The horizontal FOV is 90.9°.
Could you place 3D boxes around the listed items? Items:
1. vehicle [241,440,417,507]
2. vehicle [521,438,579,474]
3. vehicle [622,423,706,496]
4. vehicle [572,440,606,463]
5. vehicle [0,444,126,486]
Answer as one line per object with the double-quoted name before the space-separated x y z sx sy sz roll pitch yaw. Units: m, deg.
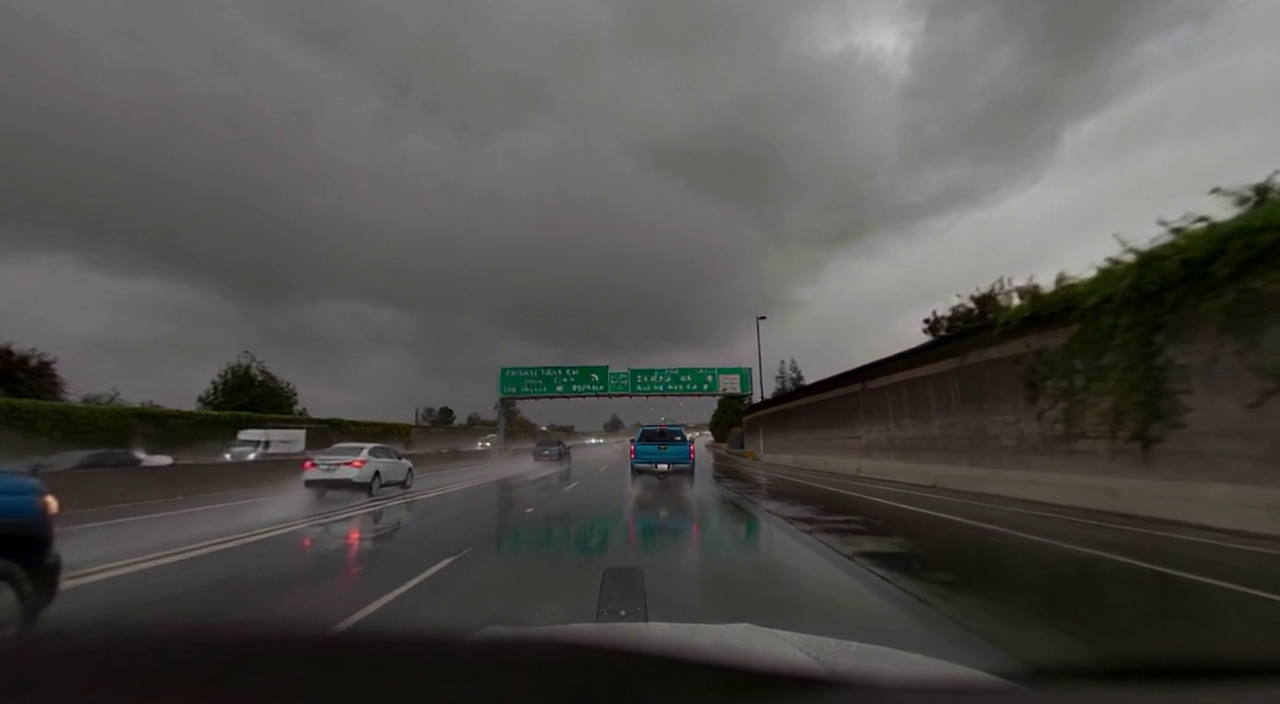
"vehicle" -7.748 3.052 16.385 2.081 1.463 4.749 0 -8 1
"vehicle" -4.228 4.966 30.322 1.961 1.591 4.756 0 -8 1
"vehicle" 0.577 3.021 18.118 2.083 1.792 4.782 0 -8 0
"vehicle" -3.719 7.329 46.401 2.061 1.584 4.290 0 -8 1
"vehicle" -21.256 4.122 23.328 1.536 1.400 3.422 -1 -8 0
